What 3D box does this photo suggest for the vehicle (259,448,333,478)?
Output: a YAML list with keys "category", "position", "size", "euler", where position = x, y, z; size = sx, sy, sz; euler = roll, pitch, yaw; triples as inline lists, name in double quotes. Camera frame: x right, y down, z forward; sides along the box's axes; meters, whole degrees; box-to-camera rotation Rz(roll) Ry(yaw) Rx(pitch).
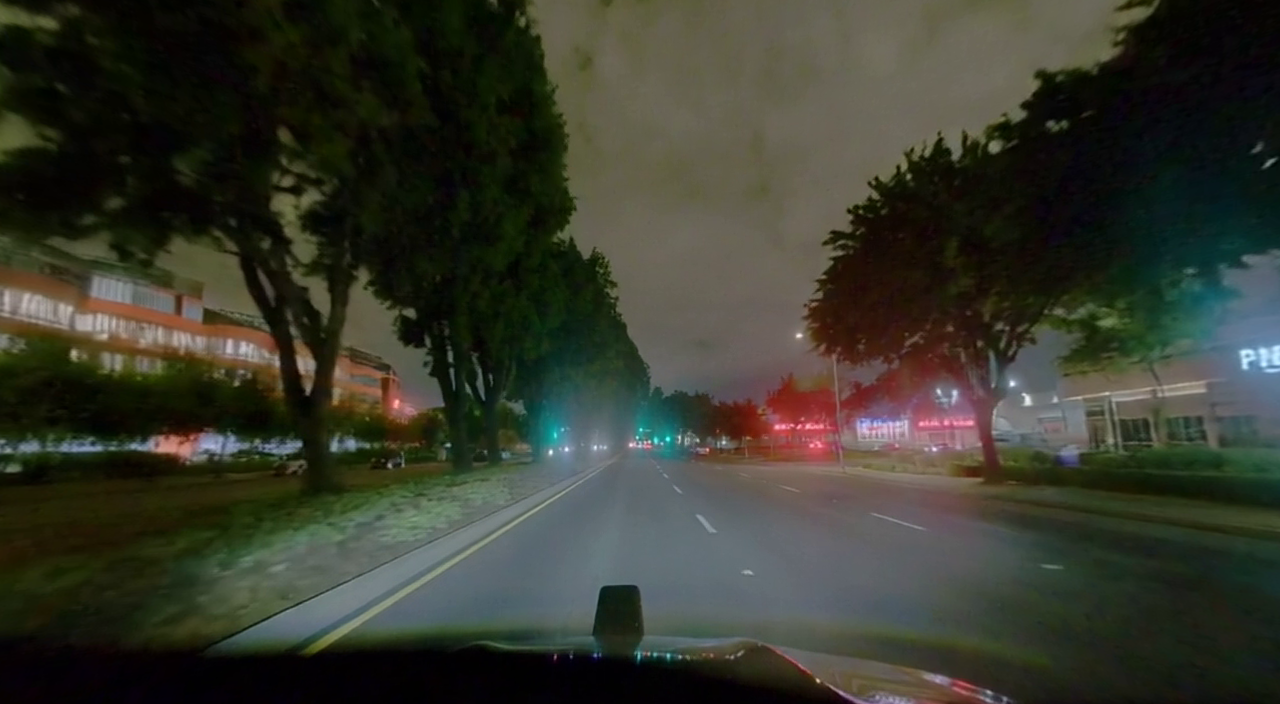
- category: "vehicle"
  position: [-22.001, 7.074, 40.616]
  size: [1.922, 1.738, 4.556]
  euler: [-1, -8, 5]
